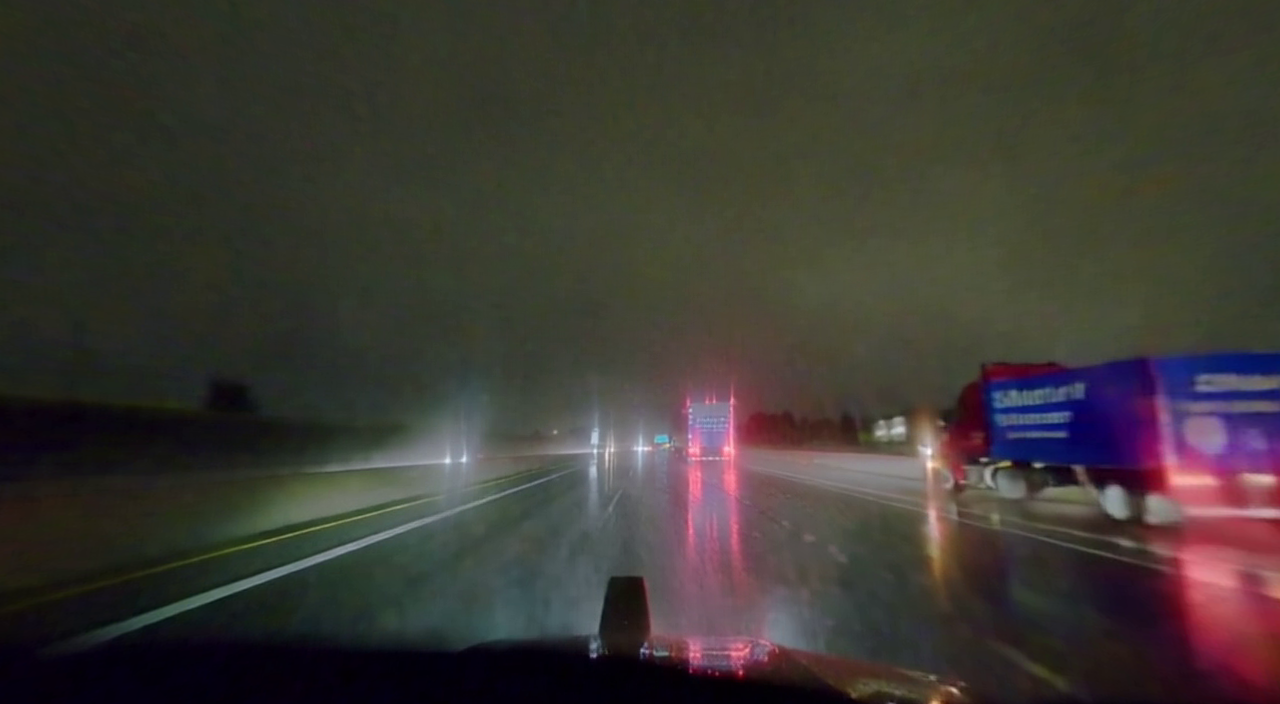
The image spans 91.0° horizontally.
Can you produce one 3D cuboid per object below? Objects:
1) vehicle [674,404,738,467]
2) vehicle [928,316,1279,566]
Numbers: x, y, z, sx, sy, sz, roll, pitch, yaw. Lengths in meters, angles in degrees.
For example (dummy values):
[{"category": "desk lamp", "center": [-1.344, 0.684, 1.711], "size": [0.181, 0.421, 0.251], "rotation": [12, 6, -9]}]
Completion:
[{"category": "vehicle", "center": [4.812, 6.695, 49.885], "size": [3.187, 4.197, 15.004], "rotation": [0, -8, -1]}, {"category": "vehicle", "center": [7.817, 1.469, 10.575], "size": [2.474, 2.730, 7.349], "rotation": [0, -8, 0]}]
